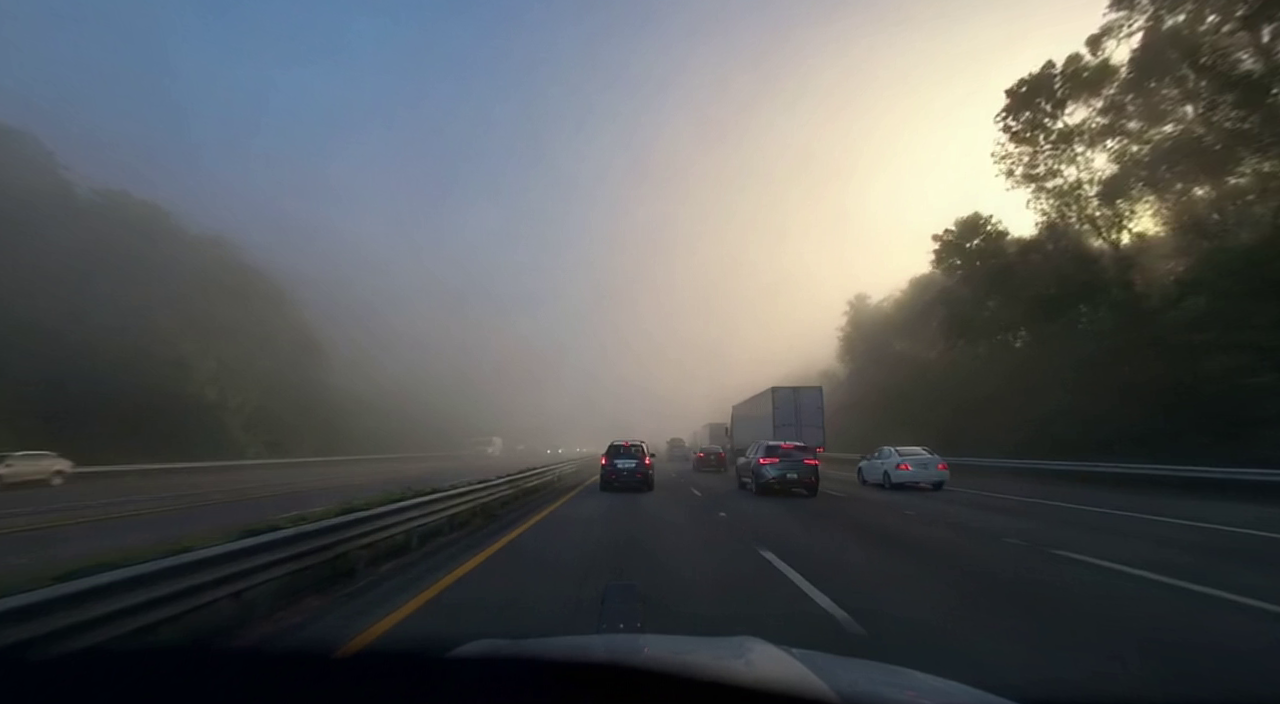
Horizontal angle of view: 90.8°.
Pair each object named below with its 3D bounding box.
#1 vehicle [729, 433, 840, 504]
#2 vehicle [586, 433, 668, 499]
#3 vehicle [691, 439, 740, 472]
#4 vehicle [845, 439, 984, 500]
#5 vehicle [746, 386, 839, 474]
[{"bbox_3d":[3.609,2.989,16.521,1.920,1.594,3.867,0,-9,-1],"label":"vehicle"},{"bbox_3d":[-0.309,3.135,17.594,2.023,1.618,3.628,0,-9,1],"label":"vehicle"},{"bbox_3d":[4.051,5.649,34.511,2.150,1.632,4.260,0,-9,0],"label":"vehicle"},{"bbox_3d":[7.406,3.198,17.548,1.951,1.467,4.173,0,-9,0],"label":"vehicle"},{"bbox_3d":[7.749,4.238,33.487,2.823,4.063,8.485,0,-9,0],"label":"vehicle"}]
